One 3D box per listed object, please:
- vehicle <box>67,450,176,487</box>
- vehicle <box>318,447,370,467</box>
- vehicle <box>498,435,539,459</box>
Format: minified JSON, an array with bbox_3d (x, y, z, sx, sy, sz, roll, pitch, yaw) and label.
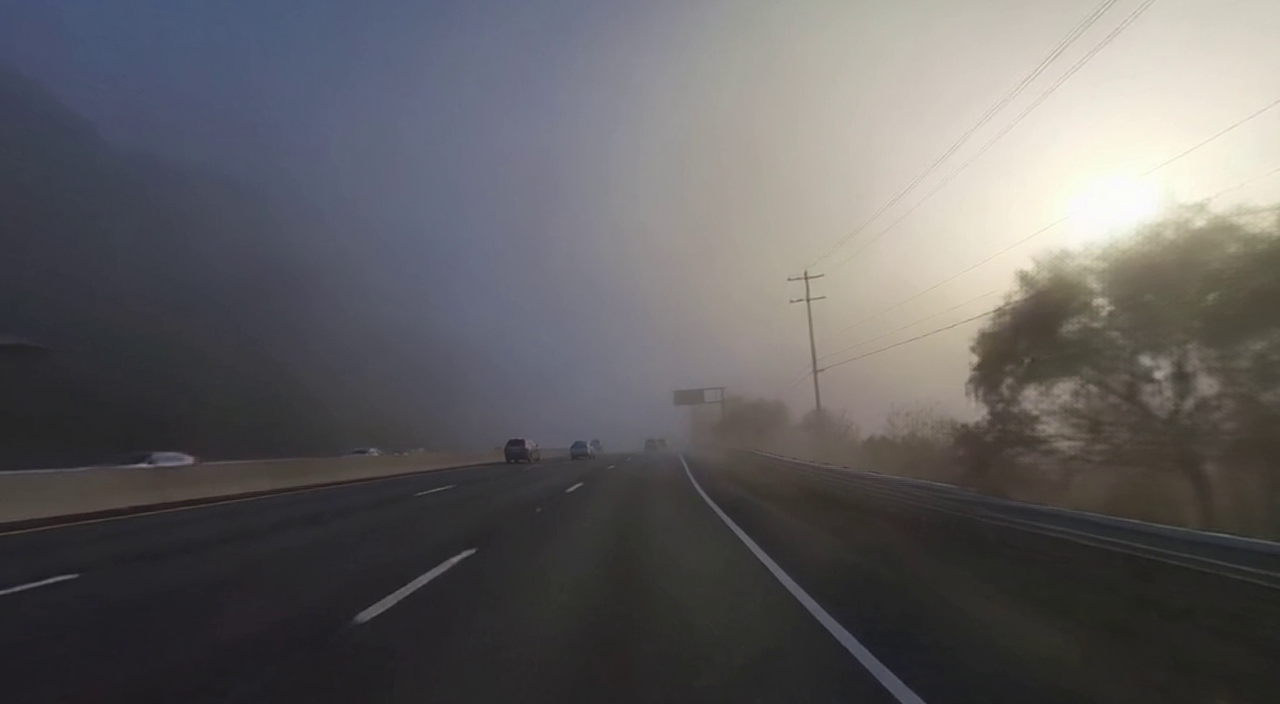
[{"bbox_3d":[-20.977,4.697,25.549,1.517,1.341,3.268,-1,-8,3],"label":"vehicle"},{"bbox_3d":[-23.057,8.177,49.064,1.830,1.402,4.168,0,-9,4],"label":"vehicle"},{"bbox_3d":[-9.400,7.374,48.864,2.063,1.743,4.392,-1,-8,3],"label":"vehicle"}]
